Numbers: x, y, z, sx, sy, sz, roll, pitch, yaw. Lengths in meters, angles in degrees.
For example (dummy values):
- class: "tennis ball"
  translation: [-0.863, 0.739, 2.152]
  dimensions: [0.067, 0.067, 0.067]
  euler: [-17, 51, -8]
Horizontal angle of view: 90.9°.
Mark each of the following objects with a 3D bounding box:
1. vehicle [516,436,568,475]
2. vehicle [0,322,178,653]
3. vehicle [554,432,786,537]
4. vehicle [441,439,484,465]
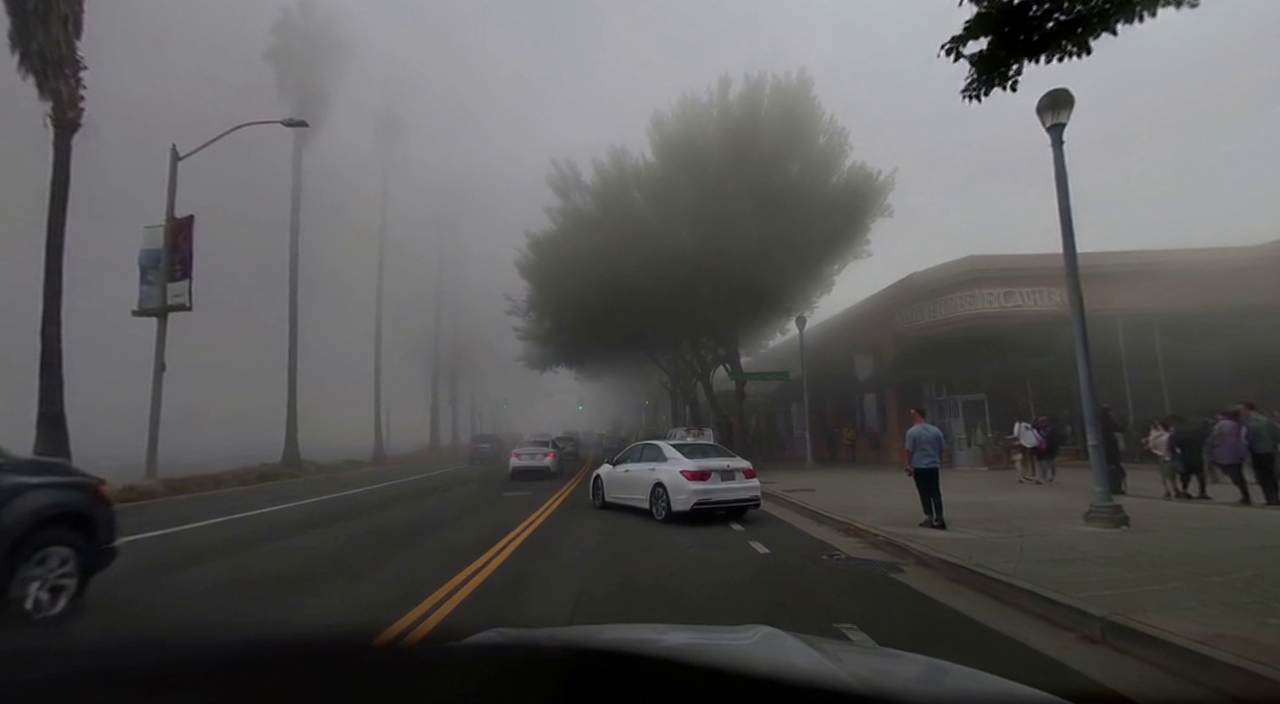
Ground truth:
- class: "vehicle"
  translation: [-4.406, 4.722, 28.968]
  dimensions: [2.039, 1.628, 4.331]
  euler: [0, -9, -4]
- class: "vehicle"
  translation: [-5.025, 0.665, 2.665]
  dimensions: [2.164, 2.047, 5.455]
  euler: [0, -9, -3]
- class: "vehicle"
  translation: [0.263, 2.265, 11.521]
  dimensions: [1.930, 1.477, 4.657]
  euler: [5, -10, -31]
- class: "vehicle"
  translation: [-11.721, 6.623, 41.966]
  dimensions: [1.930, 1.583, 4.423]
  euler: [0, -9, -5]
